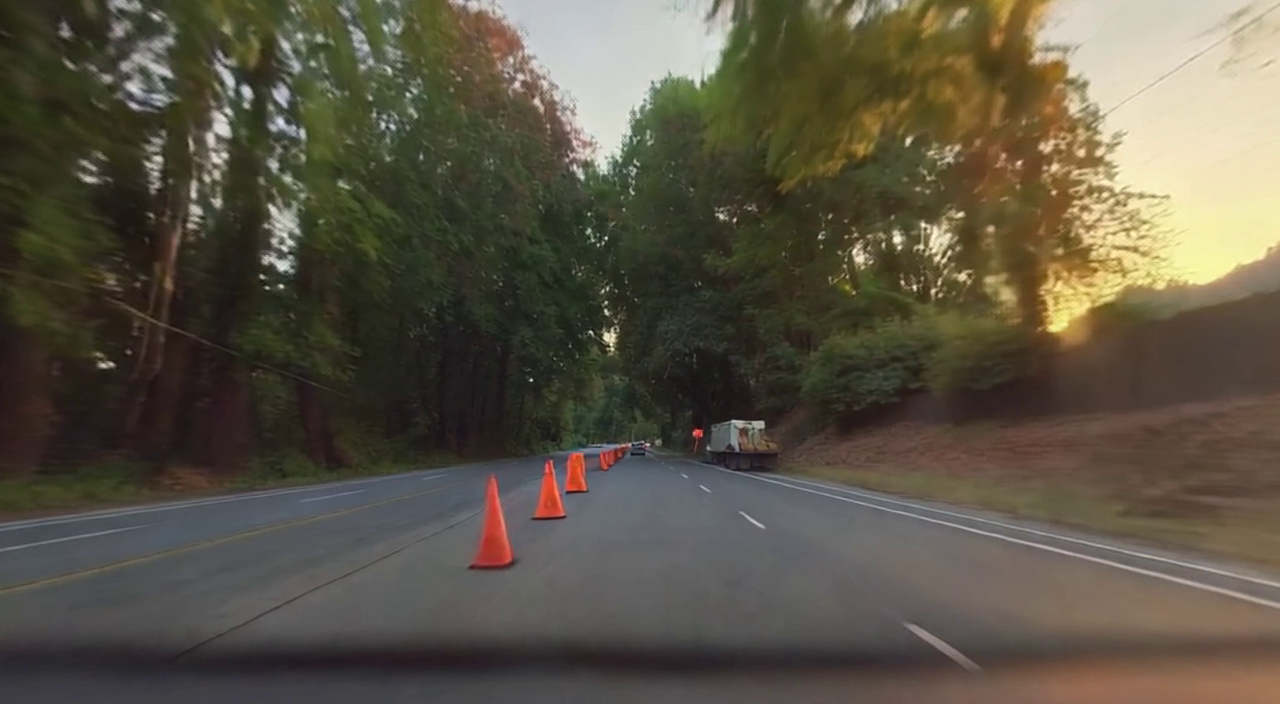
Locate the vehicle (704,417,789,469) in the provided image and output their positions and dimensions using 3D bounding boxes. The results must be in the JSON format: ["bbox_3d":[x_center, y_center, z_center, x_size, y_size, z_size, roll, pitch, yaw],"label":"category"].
[{"bbox_3d":[6.312,5.500,38.061,2.390,2.899,4.603,6,-10,-35],"label":"vehicle"}]
